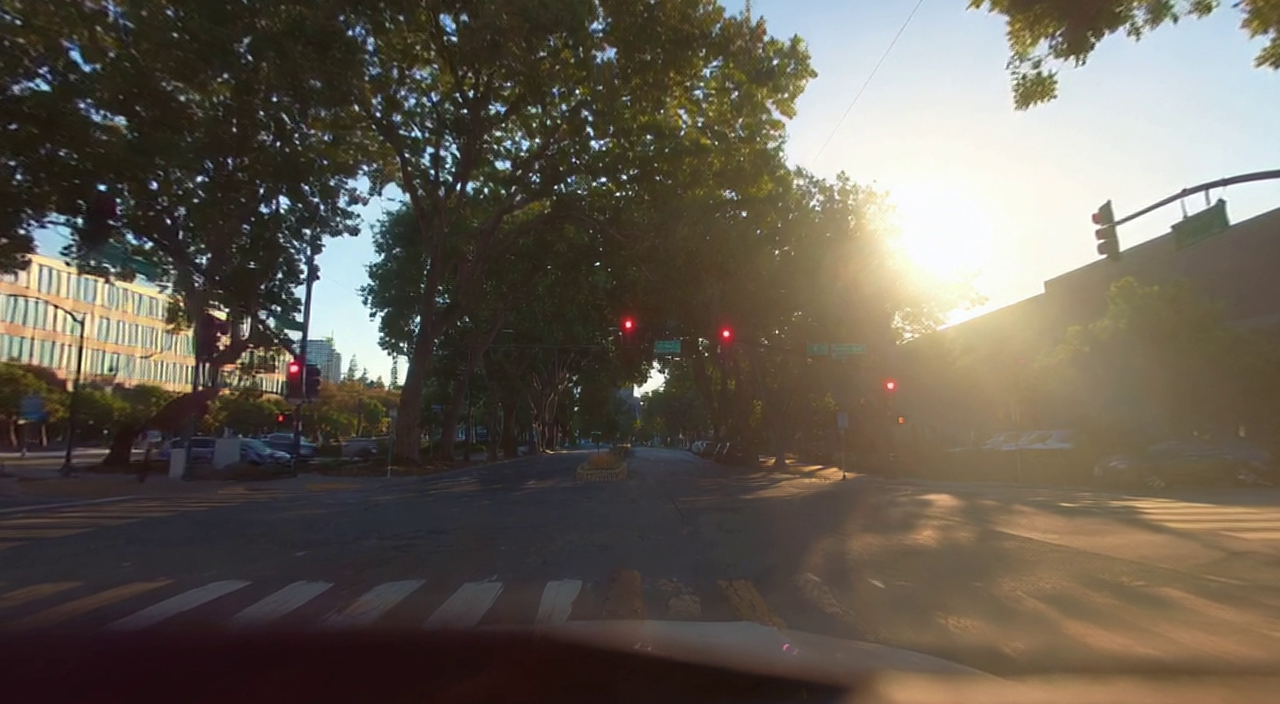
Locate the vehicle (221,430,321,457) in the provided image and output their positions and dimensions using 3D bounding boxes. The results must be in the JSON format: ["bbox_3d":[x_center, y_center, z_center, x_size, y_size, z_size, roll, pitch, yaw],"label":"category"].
[{"bbox_3d":[-22.396,5.570,38.512,4.765,1.593,1.891,1,-9,-7],"label":"vehicle"}]
